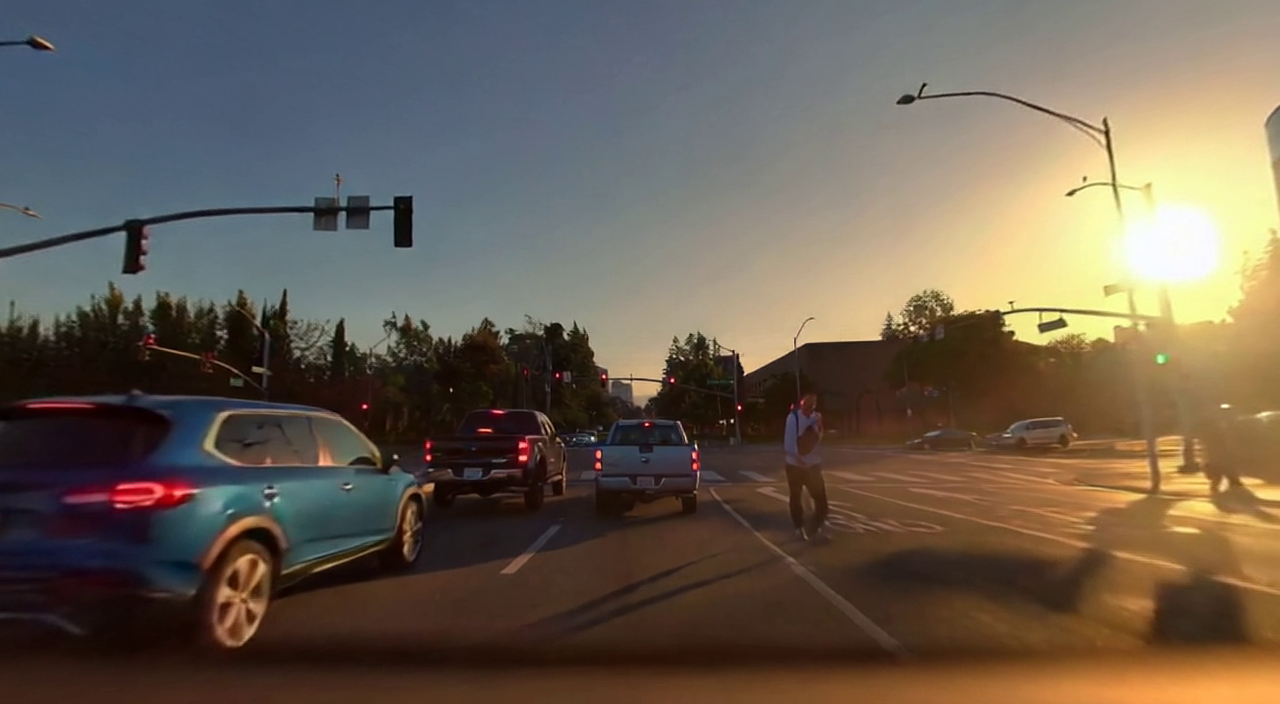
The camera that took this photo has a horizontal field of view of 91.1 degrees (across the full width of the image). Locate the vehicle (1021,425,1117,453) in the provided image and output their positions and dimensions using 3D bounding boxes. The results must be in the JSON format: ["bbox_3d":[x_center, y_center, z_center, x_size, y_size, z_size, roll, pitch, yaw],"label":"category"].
[{"bbox_3d":[28.383,5.763,41.585,4.849,1.759,2.041,0,-8,-2],"label":"vehicle"}]

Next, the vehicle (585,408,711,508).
[{"bbox_3d":[0.099,2.197,13.389,2.204,1.738,4.690,0,-8,-1],"label":"vehicle"}]

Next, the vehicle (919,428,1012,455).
[{"bbox_3d":[19.742,5.435,38.232,4.624,1.601,1.871,0,-8,-2],"label":"vehicle"}]

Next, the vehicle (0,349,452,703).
[{"bbox_3d":[-3.278,1.154,5.149,2.006,1.707,4.448,0,-8,1],"label":"vehicle"}]

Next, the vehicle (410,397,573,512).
[{"bbox_3d":[-2.773,2.091,13.104,2.220,1.926,4.870,0,-8,0],"label":"vehicle"}]
